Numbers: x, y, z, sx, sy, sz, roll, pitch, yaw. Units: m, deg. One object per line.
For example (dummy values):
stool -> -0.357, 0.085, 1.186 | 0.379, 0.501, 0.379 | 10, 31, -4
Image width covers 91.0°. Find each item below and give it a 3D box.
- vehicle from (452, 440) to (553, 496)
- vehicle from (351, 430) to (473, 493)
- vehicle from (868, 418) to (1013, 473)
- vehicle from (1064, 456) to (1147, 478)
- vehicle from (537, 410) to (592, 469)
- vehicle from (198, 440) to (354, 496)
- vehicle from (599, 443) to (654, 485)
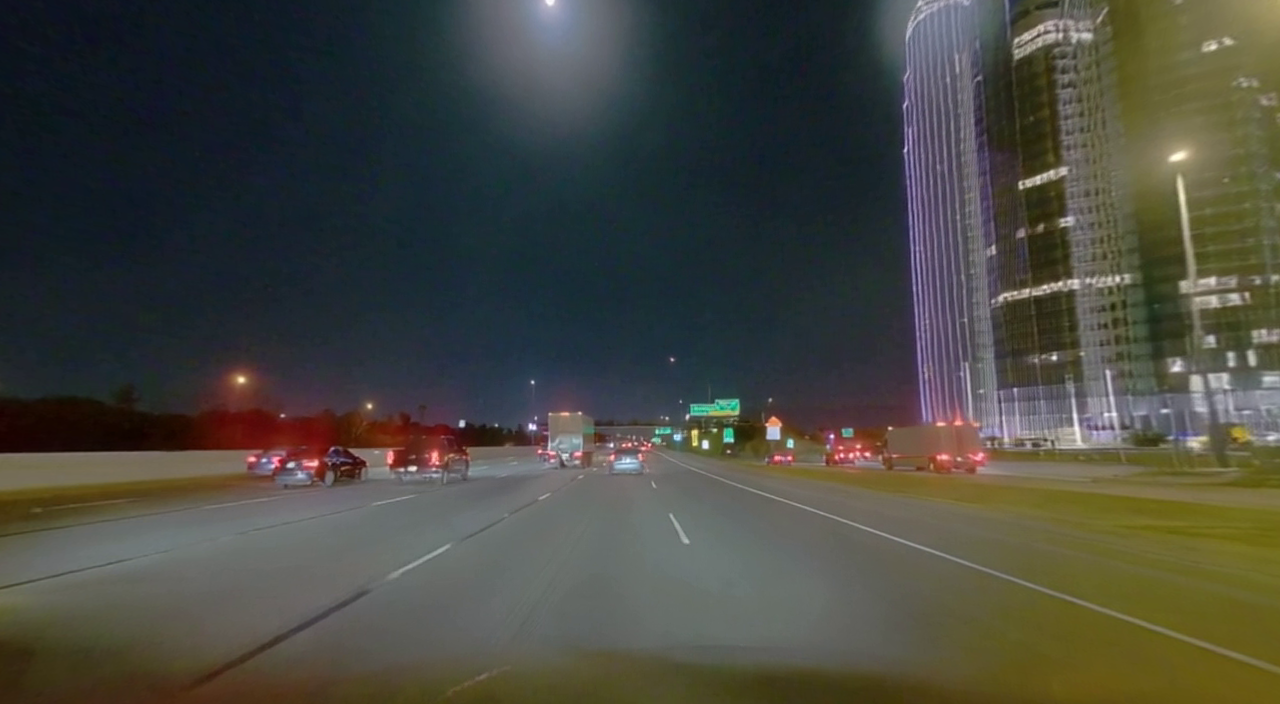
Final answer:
vehicle -> -4.035, 3.477, 19.234 | 2.016, 1.497, 4.235 | 0, -9, 1
vehicle -> -7.431, 3.618, 21.158 | 2.190, 1.821, 4.800 | 0, -9, 1
vehicle -> 23.126, 7.272, 49.001 | 3.015, 3.855, 9.519 | 9, -12, -43
vehicle -> 32.868, 8.124, 44.577 | 4.258, 1.498, 1.904 | -1, -9, 5
vehicle -> -4.690, 5.712, 40.732 | 2.955, 3.359, 8.322 | 1, -9, -3
vehicle -> -10.960, 3.494, 19.463 | 1.987, 1.495, 4.710 | 0, -9, 0
vehicle -> -0.500, 4.356, 24.839 | 1.991, 1.488, 3.922 | 0, -9, 0
